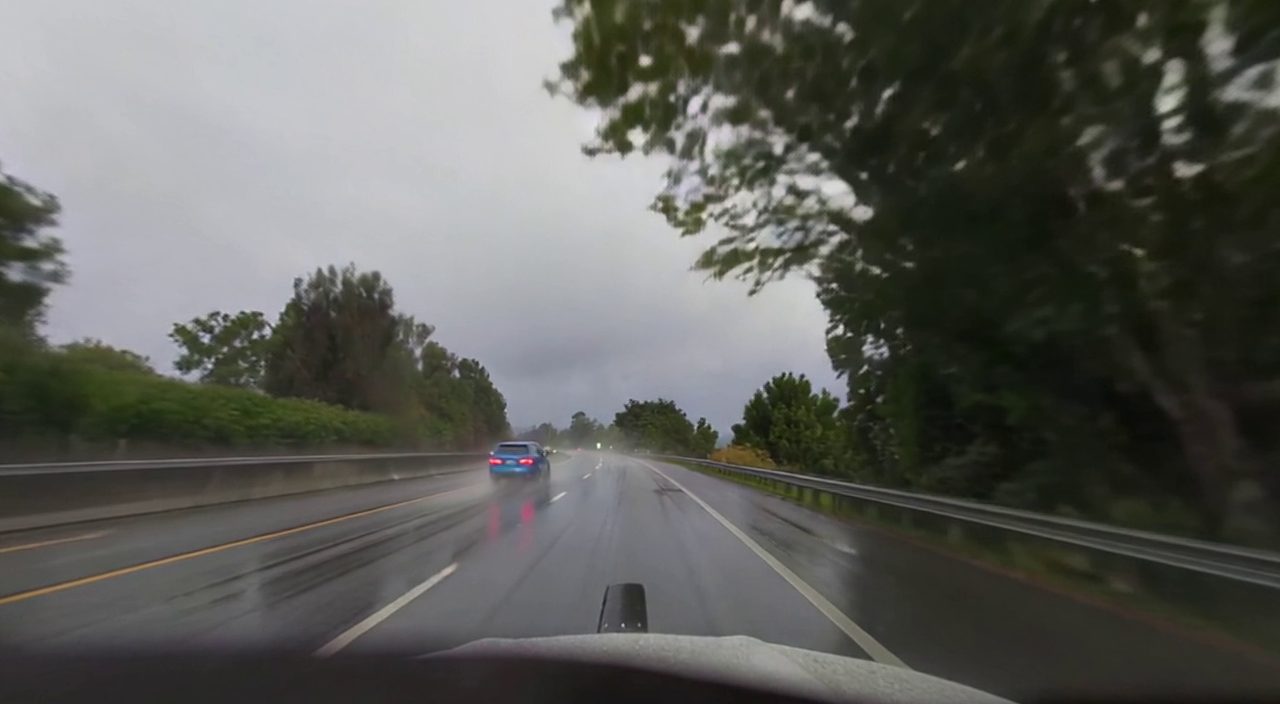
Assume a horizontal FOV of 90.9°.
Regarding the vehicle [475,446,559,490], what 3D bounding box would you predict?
[{"bbox_3d":[-4.331,4.171,22.966,2.126,1.411,4.433,0,-9,1],"label":"vehicle"}]
